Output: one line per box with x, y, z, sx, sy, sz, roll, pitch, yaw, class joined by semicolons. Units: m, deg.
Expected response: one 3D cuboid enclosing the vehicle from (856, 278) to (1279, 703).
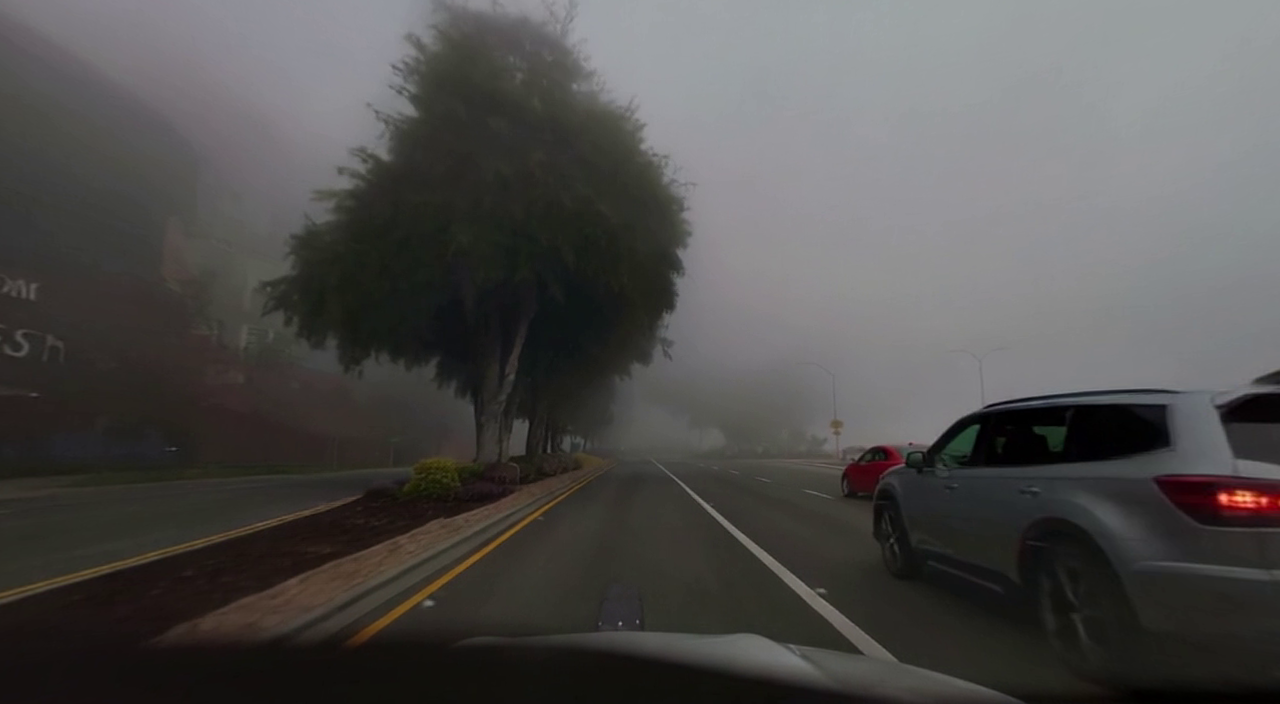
3.714;0.999;4.417;2.505;1.971;5.162;0;-9;-1;vehicle
